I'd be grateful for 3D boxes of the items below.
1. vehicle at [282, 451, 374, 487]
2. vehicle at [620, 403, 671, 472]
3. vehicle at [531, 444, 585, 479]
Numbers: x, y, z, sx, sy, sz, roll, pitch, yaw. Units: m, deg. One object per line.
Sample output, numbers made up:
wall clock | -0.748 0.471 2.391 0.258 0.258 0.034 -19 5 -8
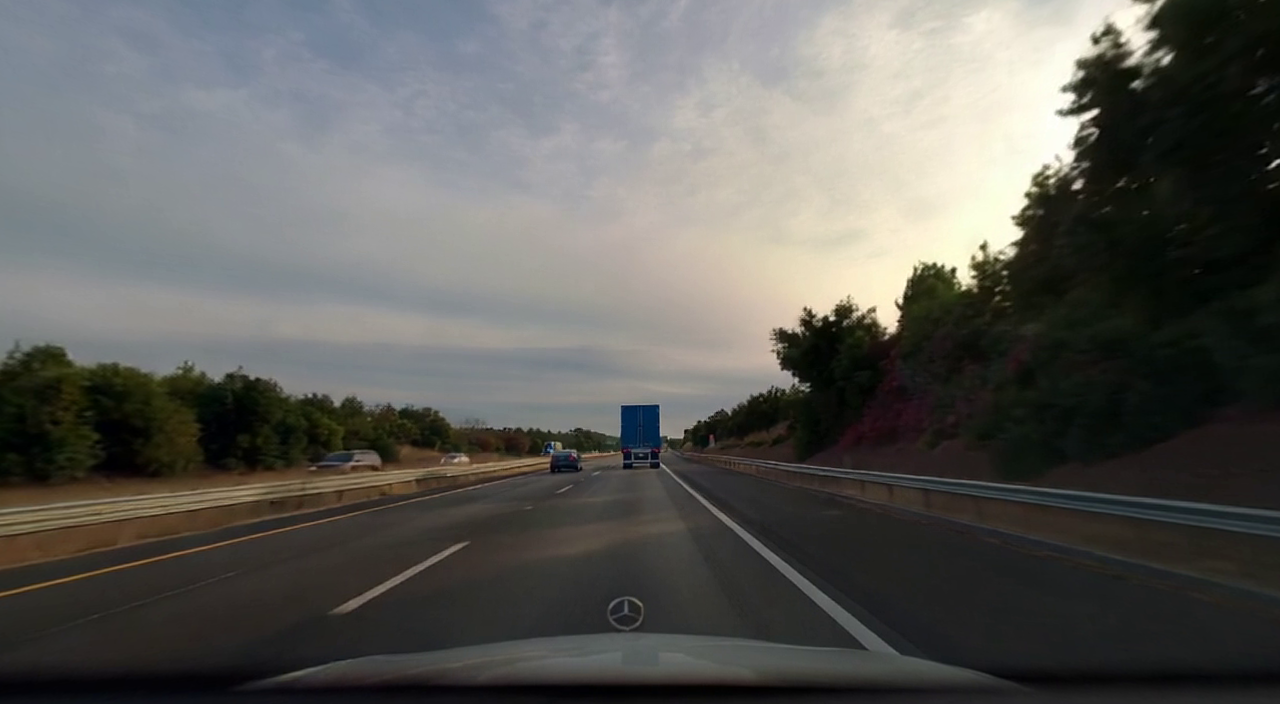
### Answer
vehicle | -13.985 5.243 28.553 1.900 1.458 4.276 0 -9 1
vehicle | 0.351 5.709 41.492 2.899 3.966 10.053 0 -9 0
vehicle | -3.942 5.330 30.894 2.063 1.583 4.049 0 -9 1
